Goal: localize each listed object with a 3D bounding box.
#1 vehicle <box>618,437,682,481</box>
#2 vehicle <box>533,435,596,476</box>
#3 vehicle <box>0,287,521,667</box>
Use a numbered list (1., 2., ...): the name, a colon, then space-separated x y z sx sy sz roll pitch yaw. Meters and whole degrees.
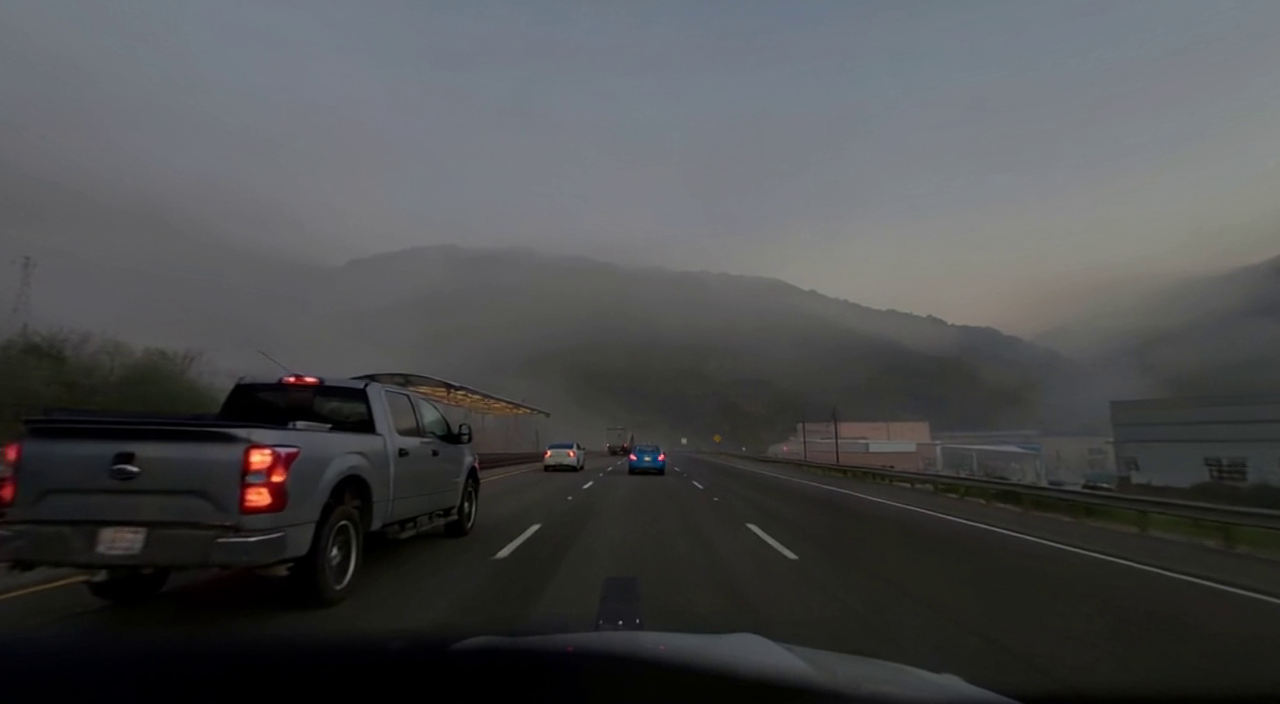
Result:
1. vehicle: 0.349 3.991 23.724 2.171 1.493 4.081 0 -8 0
2. vehicle: -3.225 4.546 27.907 2.151 1.613 4.786 0 -8 1
3. vehicle: -3.455 1.182 7.165 2.733 2.230 6.820 0 -8 1
